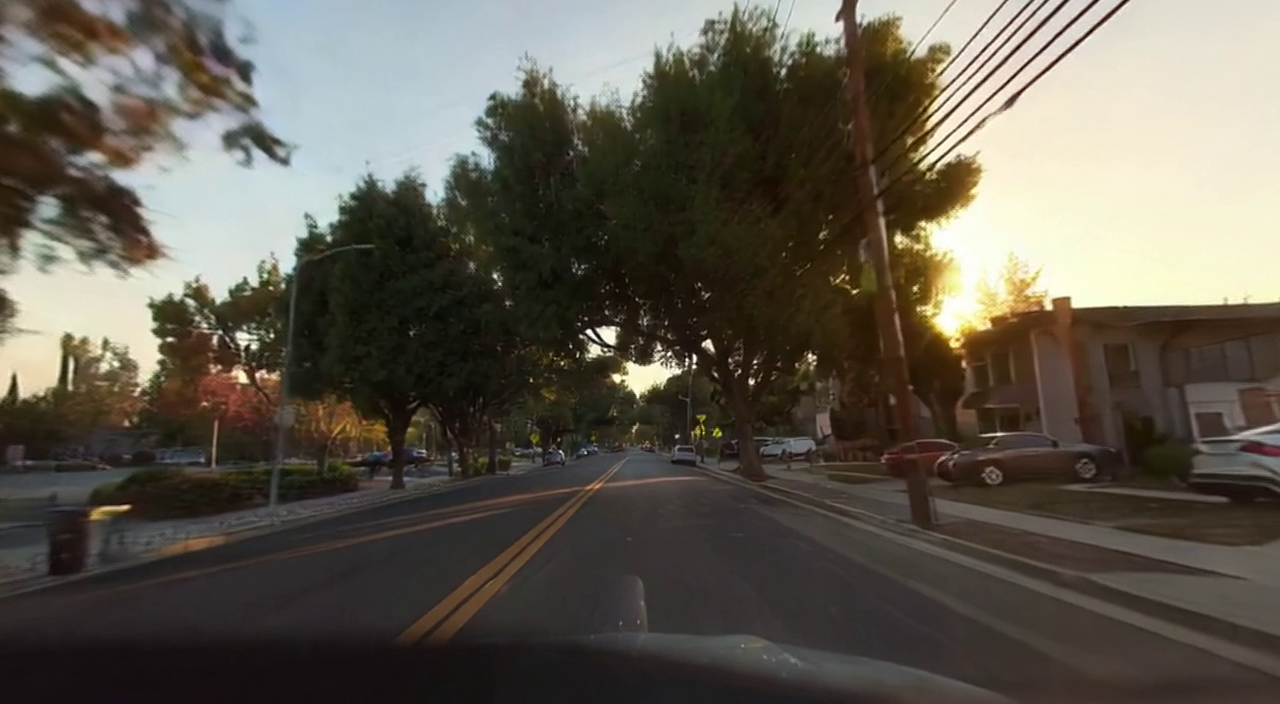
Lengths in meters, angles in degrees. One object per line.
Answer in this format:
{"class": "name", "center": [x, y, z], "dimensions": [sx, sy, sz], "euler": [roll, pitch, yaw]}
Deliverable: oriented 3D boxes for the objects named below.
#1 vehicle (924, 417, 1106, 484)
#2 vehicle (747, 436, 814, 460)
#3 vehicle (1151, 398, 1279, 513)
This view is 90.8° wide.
{"class": "vehicle", "center": [10.581, 2.803, 18.051], "dimensions": [3.933, 1.645, 1.832], "euler": [-2, -9, -2]}
{"class": "vehicle", "center": [11.074, 7.608, 49.943], "dimensions": [4.750, 1.658, 1.902], "euler": [-2, -10, 0]}
{"class": "vehicle", "center": [11.091, 1.649, 10.248], "dimensions": [3.873, 1.675, 1.913], "euler": [0, -9, -1]}
